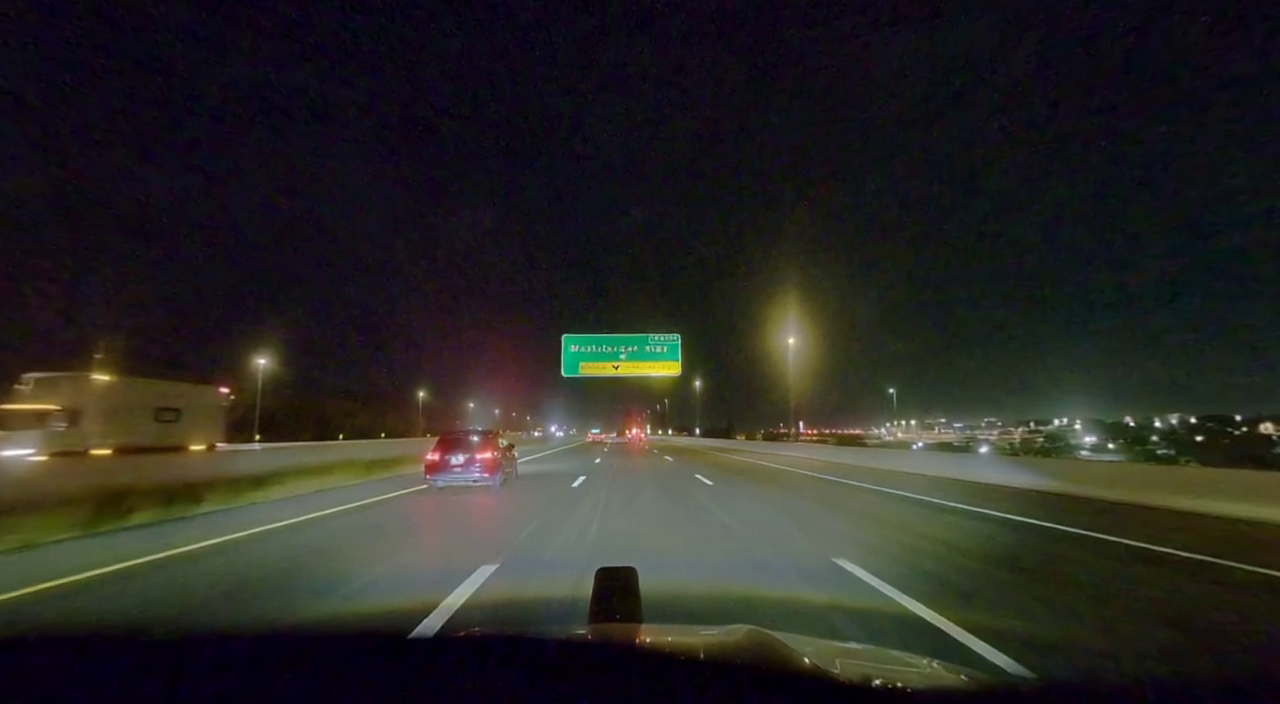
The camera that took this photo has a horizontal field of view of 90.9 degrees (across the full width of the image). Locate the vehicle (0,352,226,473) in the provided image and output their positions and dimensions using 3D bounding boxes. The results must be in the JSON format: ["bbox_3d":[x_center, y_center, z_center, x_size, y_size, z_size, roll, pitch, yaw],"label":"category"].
[{"bbox_3d":[-22.423,2.707,25.925,2.964,3.896,12.144,0,-8,-2],"label":"vehicle"}]

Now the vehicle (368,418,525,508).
[{"bbox_3d":[-3.847,2.267,13.407,2.062,1.591,4.156,0,-8,-1],"label":"vehicle"}]
